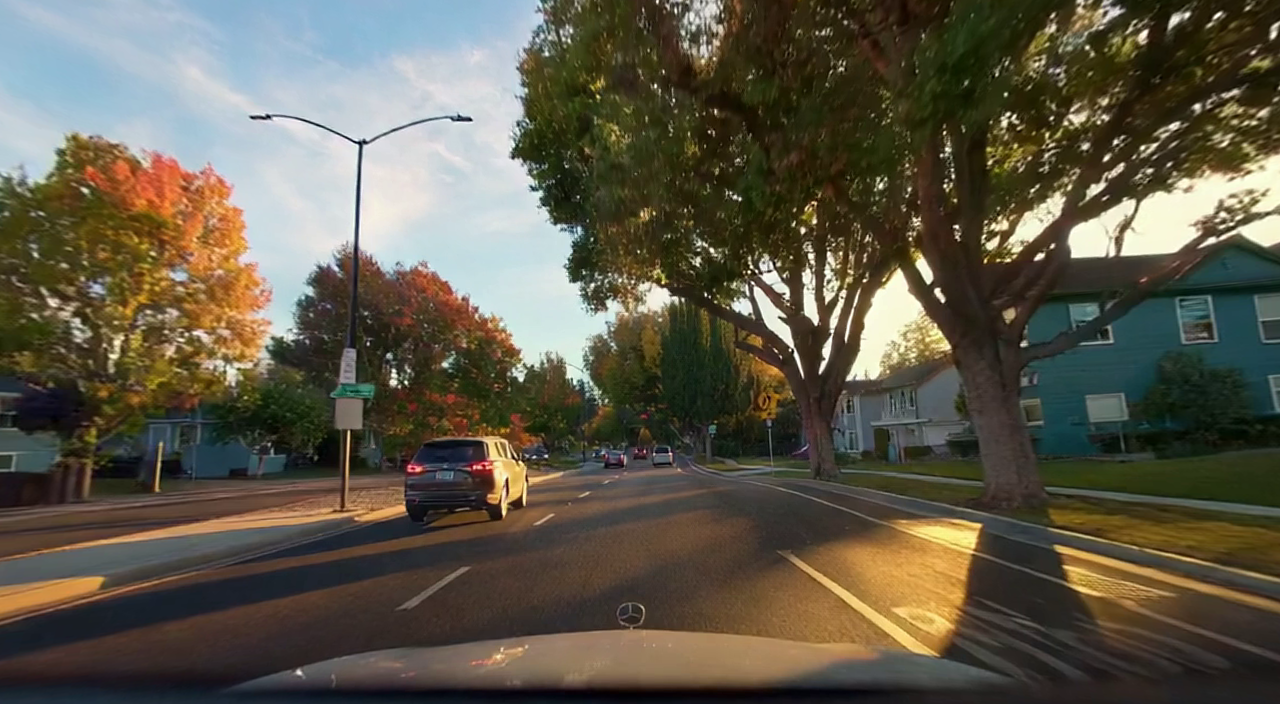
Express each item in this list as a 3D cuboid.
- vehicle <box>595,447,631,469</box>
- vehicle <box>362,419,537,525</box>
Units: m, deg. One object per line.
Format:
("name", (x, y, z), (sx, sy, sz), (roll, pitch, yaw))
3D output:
("vehicle", (-1.857, 7.539, 45.125), (2.119, 1.494, 4.624), (0, -8, 3))
("vehicle", (-3.572, 2.339, 12.821), (2.073, 1.770, 4.302), (0, -8, 2))
